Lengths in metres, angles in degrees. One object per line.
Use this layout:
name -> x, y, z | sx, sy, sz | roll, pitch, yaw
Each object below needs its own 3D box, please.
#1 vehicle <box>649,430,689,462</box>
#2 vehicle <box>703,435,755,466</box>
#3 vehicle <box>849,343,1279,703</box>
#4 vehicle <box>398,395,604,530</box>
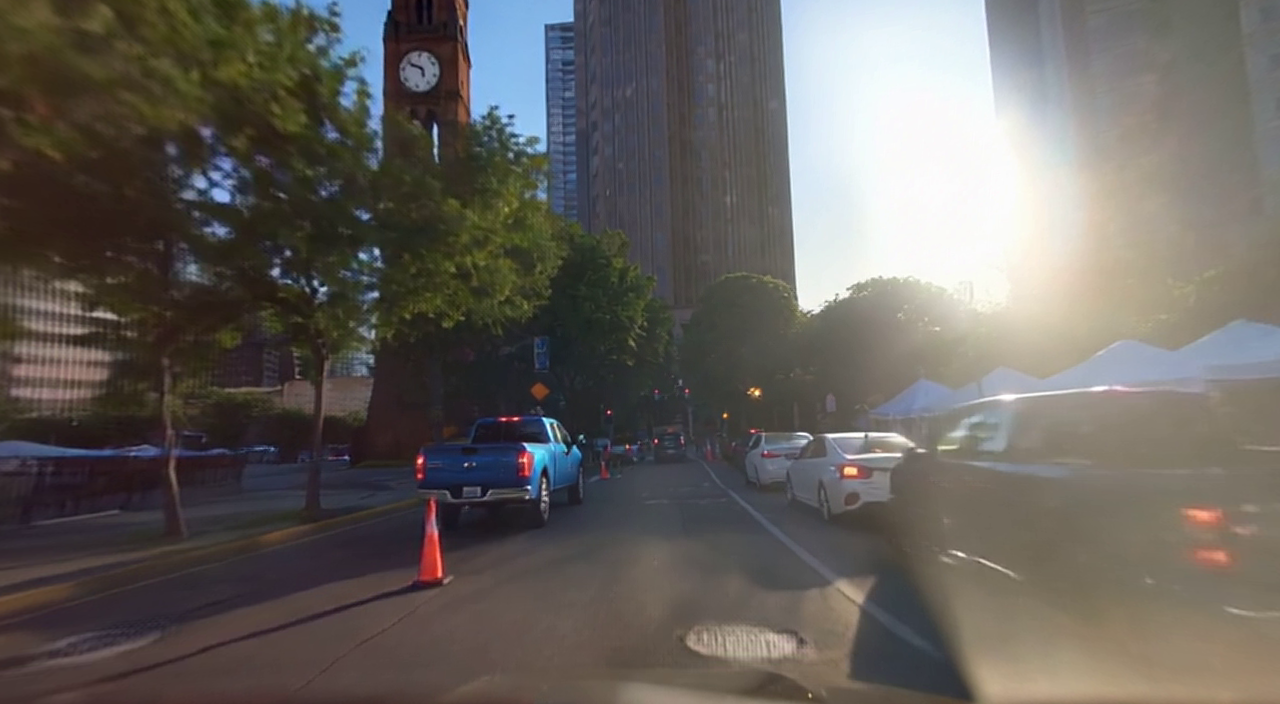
vehicle -> 1.707, 5.615, 37.693 | 2.183, 1.784, 4.317 | -1, -8, 2
vehicle -> 4.545, 5.109, 33.035 | 2.021, 1.506, 4.643 | 0, -7, 0
vehicle -> 3.293, 1.112, 4.869 | 1.923, 1.708, 4.239 | 0, -8, 1
vehicle -> -2.201, 2.041, 12.126 | 2.452, 1.954, 5.653 | -1, -8, 2
